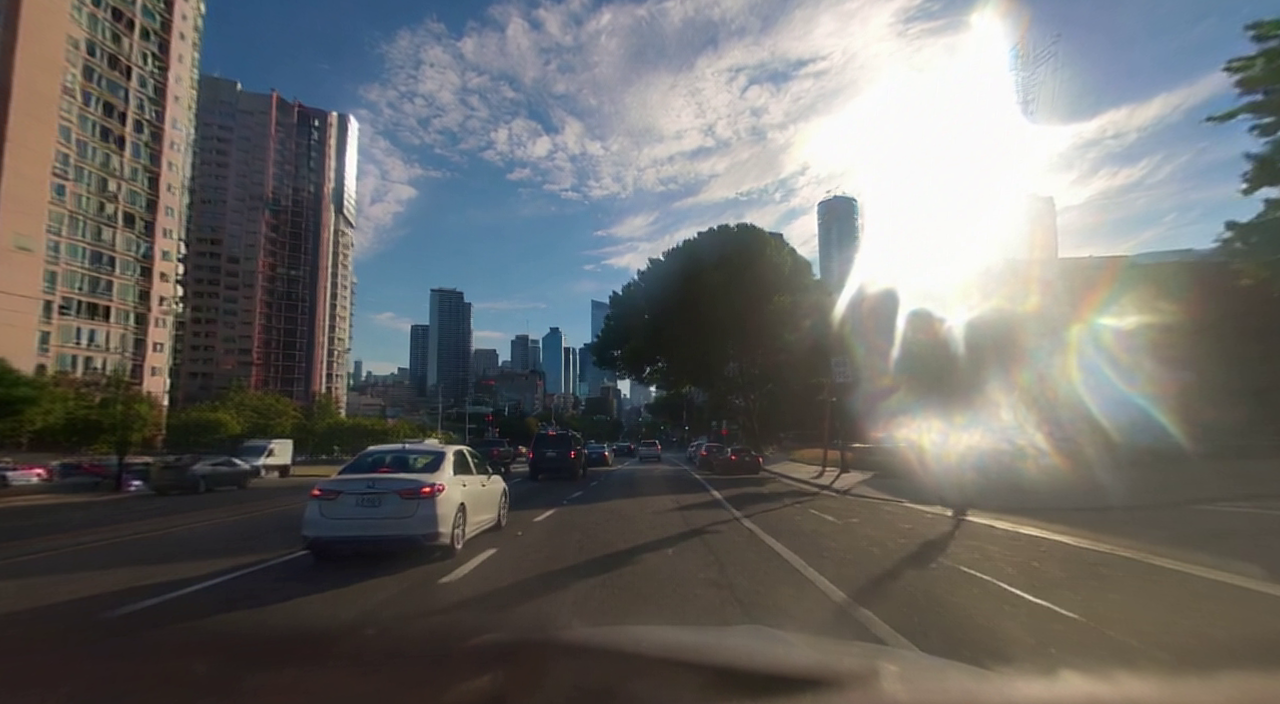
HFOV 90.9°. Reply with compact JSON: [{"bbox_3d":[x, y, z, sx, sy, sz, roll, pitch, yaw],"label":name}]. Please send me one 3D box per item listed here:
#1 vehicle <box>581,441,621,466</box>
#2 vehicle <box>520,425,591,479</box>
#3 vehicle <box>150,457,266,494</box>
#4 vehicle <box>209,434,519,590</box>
[{"bbox_3d":[-2.456,6.542,40.801,2.246,1.481,4.146,-1,-9,1],"label":"vehicle"},{"bbox_3d":[-3.296,4.050,25.661,2.152,1.987,4.527,-1,-9,1],"label":"vehicle"},{"bbox_3d":[-19.618,5.615,28.948,1.878,1.472,4.736,-1,-9,1],"label":"vehicle"},{"bbox_3d":[-2.962,1.804,8.005,1.959,1.406,4.272,0,-9,1],"label":"vehicle"}]
